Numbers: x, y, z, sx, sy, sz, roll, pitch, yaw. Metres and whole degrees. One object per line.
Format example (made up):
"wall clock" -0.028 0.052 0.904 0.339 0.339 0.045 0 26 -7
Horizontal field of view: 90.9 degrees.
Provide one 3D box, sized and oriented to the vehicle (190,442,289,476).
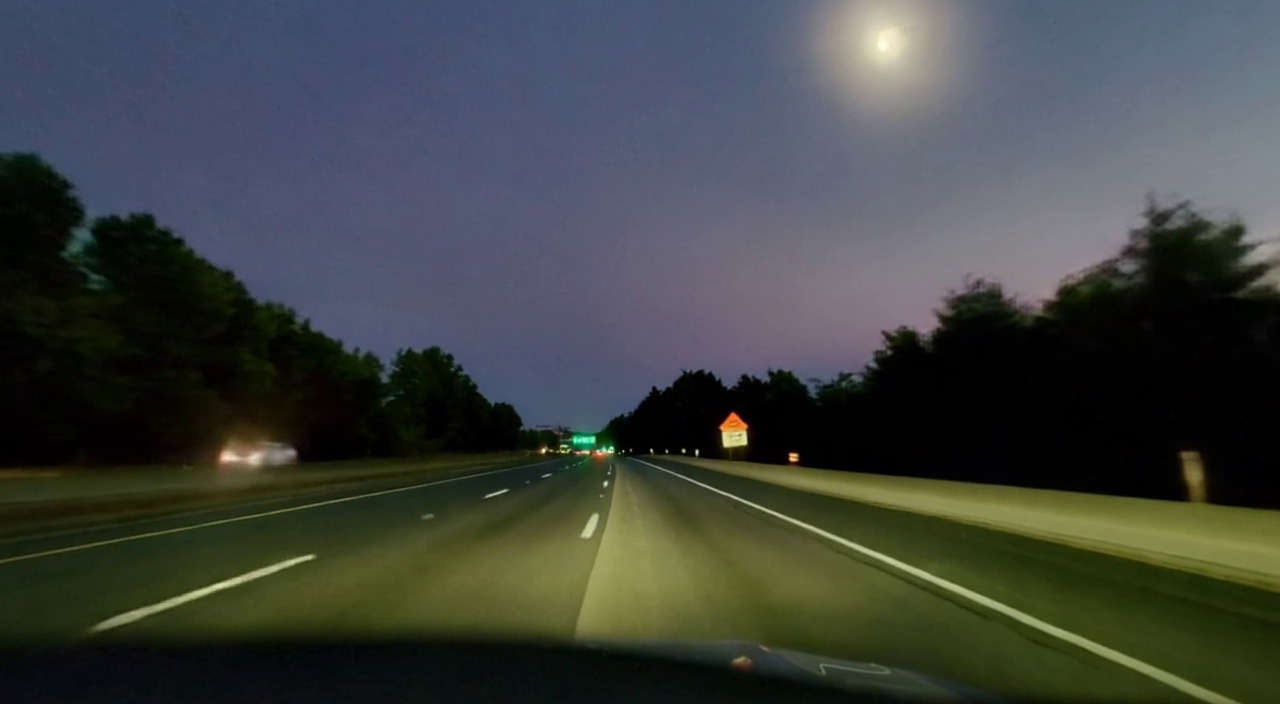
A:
"vehicle" -19.824 5.334 31.487 1.965 1.545 4.703 0 -9 -2
